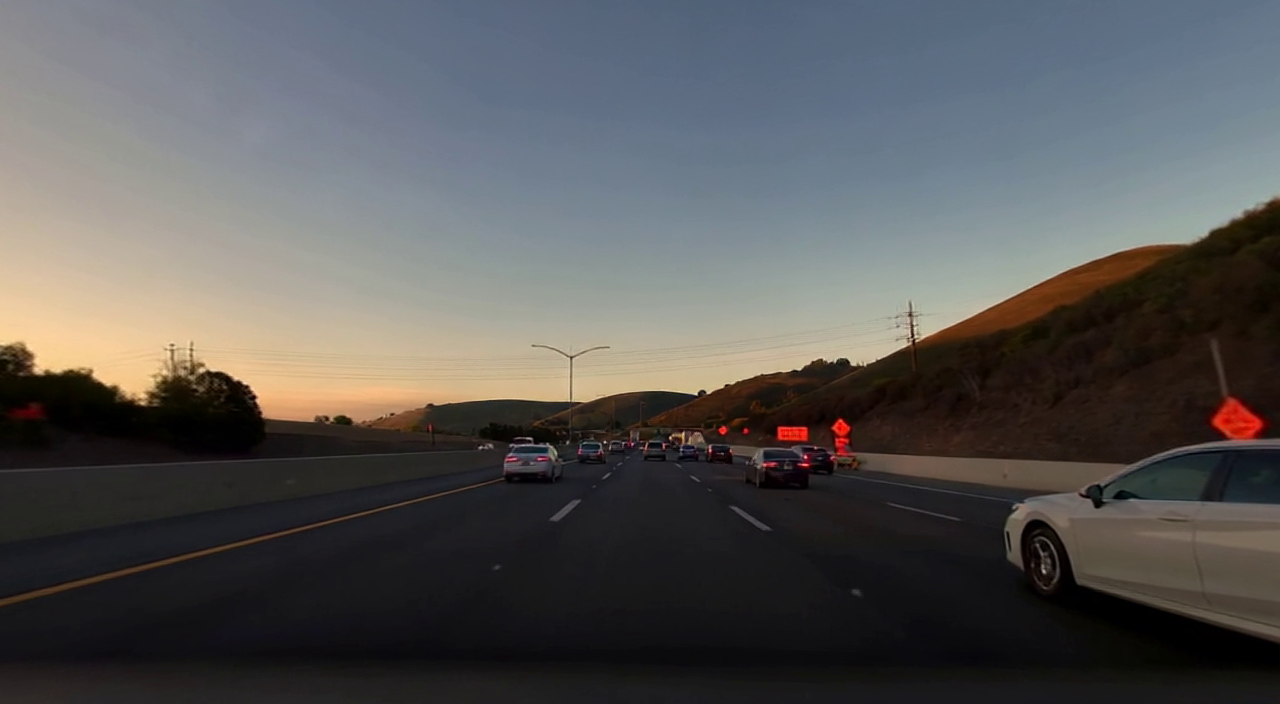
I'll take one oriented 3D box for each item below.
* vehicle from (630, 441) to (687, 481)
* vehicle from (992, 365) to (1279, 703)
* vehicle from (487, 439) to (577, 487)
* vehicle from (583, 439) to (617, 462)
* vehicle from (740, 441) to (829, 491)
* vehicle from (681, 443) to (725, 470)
[{"bbox_3d":[0.723,4.444,26.104,2.138,1.473,4.392,0,-8,0],"label":"vehicle"},{"bbox_3d":[3.860,0.882,2.720,2.018,1.670,4.658,0,-8,1],"label":"vehicle"},{"bbox_3d":[-3.555,3.742,21.604,2.232,1.438,4.163,-1,-8,2],"label":"vehicle"},{"bbox_3d":[-3.026,7.659,49.199,2.234,1.675,4.527,-1,-8,2],"label":"vehicle"},{"bbox_3d":[4.660,3.732,20.988,1.867,1.465,4.093,0,-8,-2],"label":"vehicle"},{"bbox_3d":[3.693,6.185,37.574,2.177,1.453,4.205,0,-8,0],"label":"vehicle"}]
